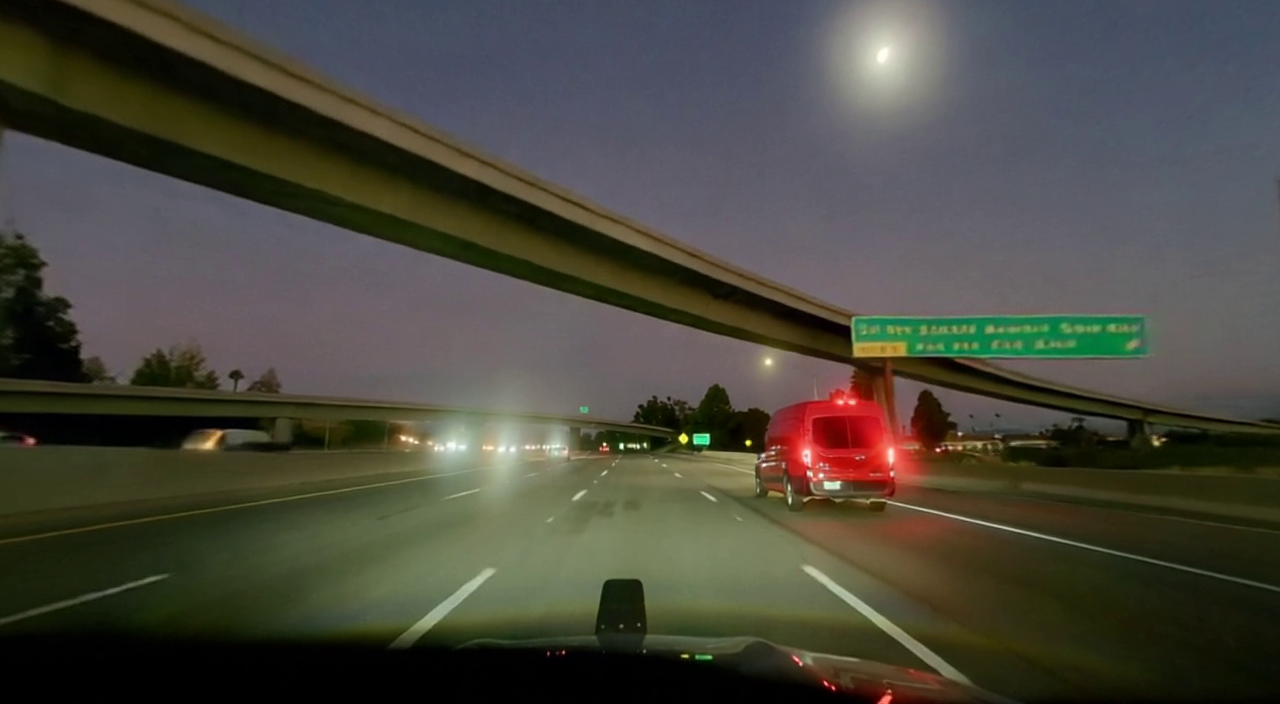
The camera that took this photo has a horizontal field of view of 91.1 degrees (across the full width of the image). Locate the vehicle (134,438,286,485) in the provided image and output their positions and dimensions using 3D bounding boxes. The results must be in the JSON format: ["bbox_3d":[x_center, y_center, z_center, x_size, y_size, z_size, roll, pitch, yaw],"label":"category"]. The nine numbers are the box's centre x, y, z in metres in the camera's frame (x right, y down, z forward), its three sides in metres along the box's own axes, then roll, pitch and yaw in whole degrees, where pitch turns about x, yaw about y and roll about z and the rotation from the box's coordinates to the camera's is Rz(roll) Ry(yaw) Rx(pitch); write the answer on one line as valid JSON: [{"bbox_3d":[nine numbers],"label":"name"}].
[{"bbox_3d":[-15.975,4.063,23.770,2.136,1.576,5.013,0,-8,1],"label":"vehicle"}]
